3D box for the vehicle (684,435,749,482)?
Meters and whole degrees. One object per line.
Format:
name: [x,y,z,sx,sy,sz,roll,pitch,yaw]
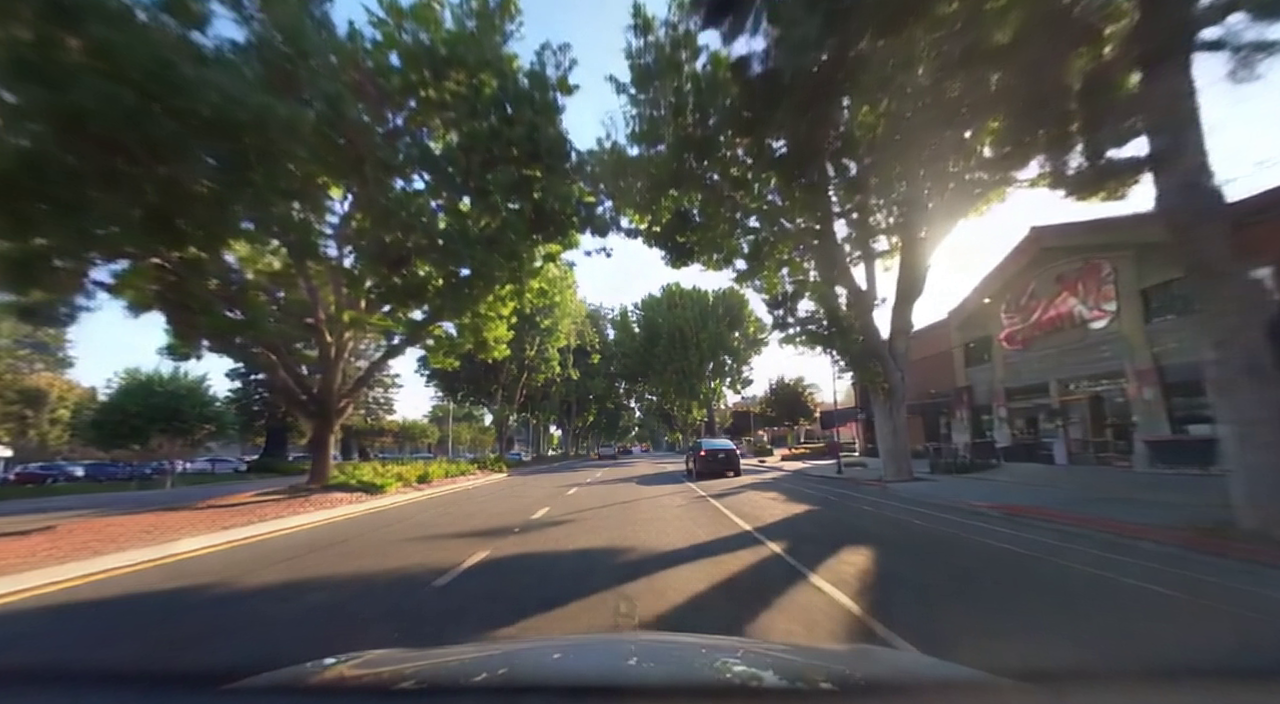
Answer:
vehicle: [3.042,4.340,26.026,2.083,1.743,4.354,1,-8,-1]
